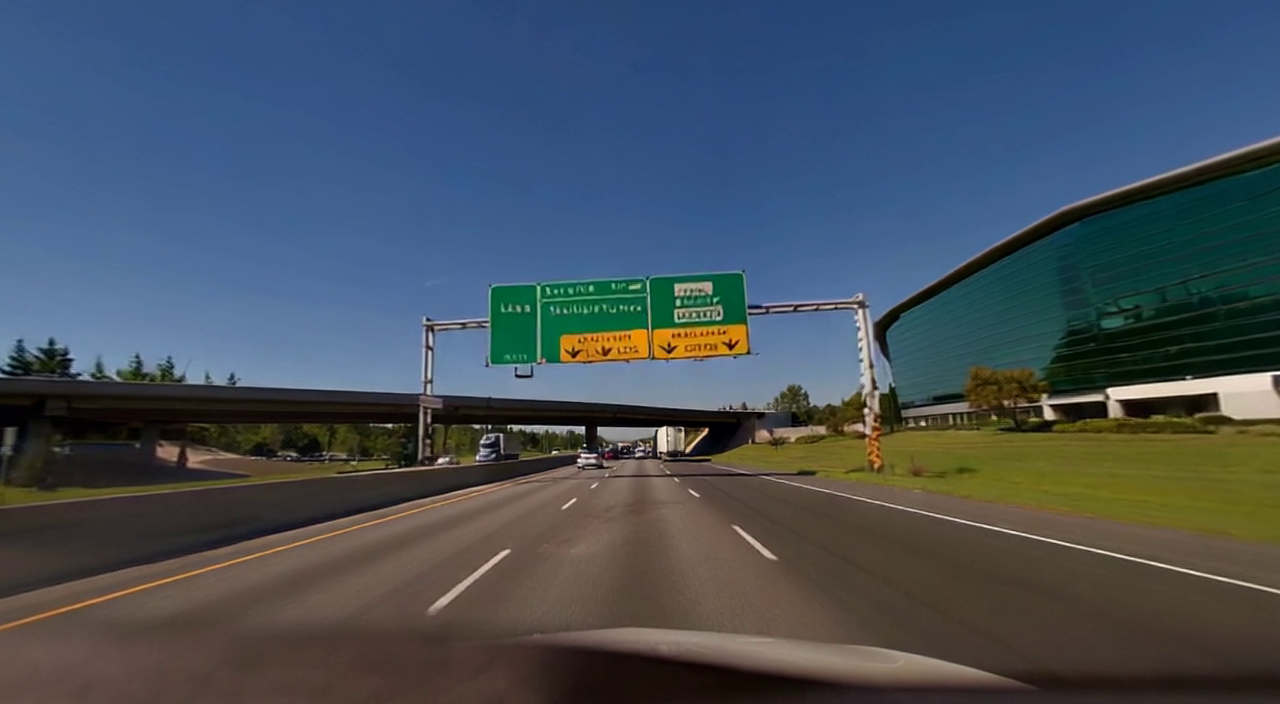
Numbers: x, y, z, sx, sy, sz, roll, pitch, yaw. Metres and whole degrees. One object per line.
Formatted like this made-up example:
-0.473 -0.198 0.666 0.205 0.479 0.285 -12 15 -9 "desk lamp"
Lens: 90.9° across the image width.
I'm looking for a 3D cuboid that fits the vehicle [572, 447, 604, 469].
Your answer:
-3.894 7.995 47.675 2.042 1.506 4.211 0 -9 0 "vehicle"
